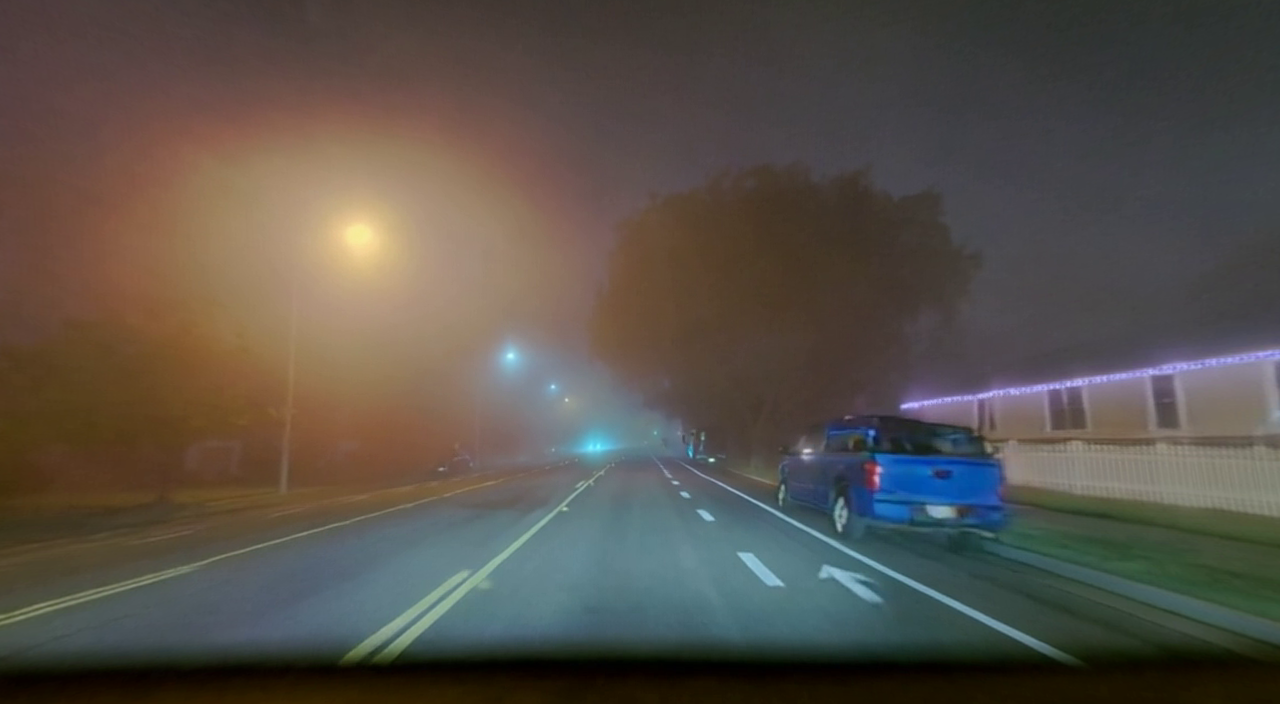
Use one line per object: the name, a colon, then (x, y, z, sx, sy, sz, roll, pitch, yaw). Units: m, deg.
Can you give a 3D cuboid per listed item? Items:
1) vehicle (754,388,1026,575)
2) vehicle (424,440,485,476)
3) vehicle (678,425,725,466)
vehicle: (3.738, 2.050, 11.039, 2.504, 2.114, 6.073, 5, -8, 3)
vehicle: (-11.195, 6.386, 38.454, 2.301, 1.855, 4.983, -4, -8, -1)
vehicle: (3.954, 6.106, 41.442, 2.459, 2.452, 5.731, 1, -8, -1)
